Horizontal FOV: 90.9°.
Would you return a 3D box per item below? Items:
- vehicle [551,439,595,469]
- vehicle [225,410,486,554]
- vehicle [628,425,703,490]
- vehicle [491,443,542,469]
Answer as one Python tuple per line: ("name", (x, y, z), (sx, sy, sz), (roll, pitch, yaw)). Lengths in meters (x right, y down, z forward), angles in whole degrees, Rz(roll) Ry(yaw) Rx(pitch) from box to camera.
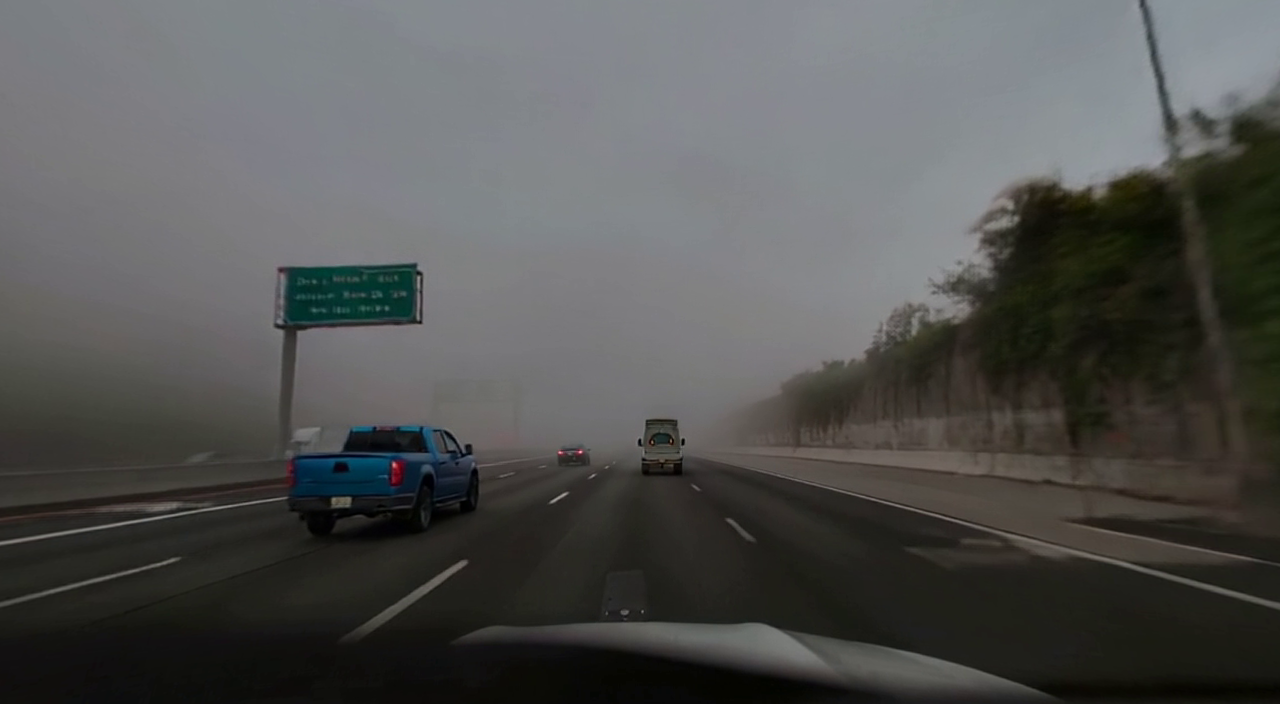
("vehicle", (-3.873, 5.969, 37.064), (1.961, 1.591, 4.756), (0, -8, 1))
("vehicle", (-4.238, 2.029, 10.628), (1.954, 1.792, 5.187), (0, -8, 0))
("vehicle", (0.685, 3.302, 19.982), (2.083, 1.792, 4.782), (0, -8, 0))
("vehicle", (-7.526, 6.391, 38.912), (2.081, 1.463, 4.749), (0, -8, 1))
